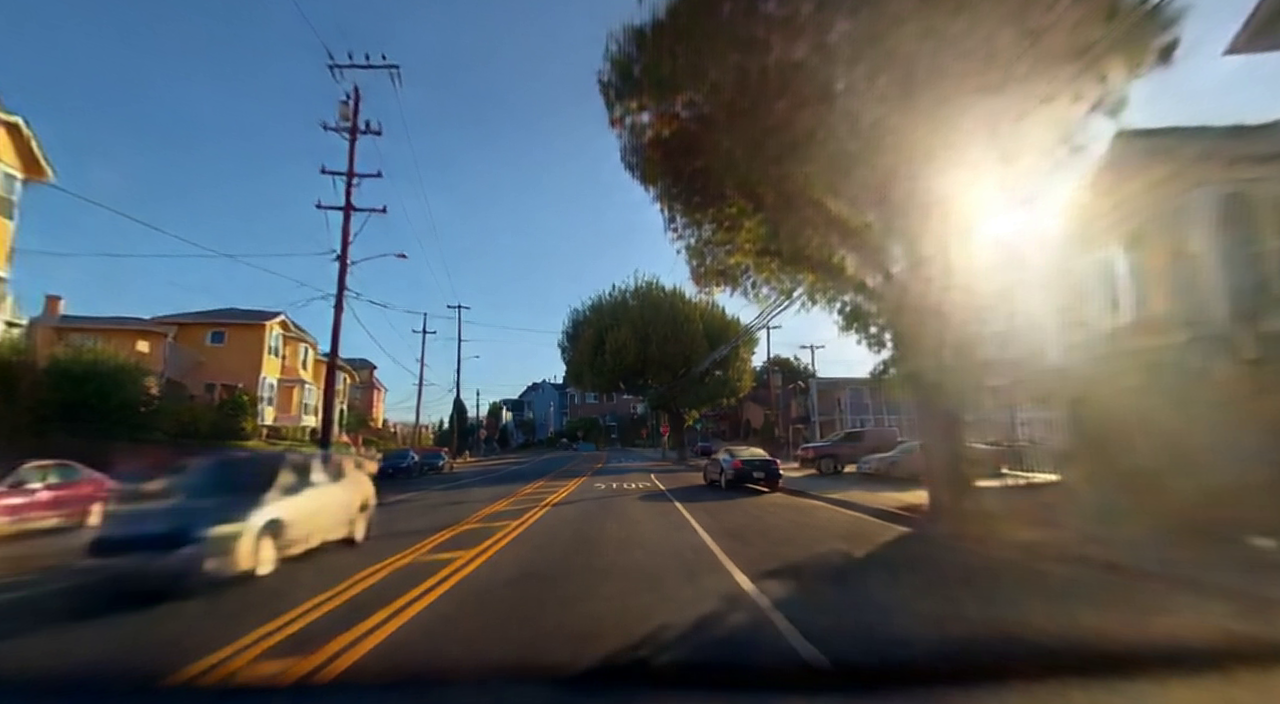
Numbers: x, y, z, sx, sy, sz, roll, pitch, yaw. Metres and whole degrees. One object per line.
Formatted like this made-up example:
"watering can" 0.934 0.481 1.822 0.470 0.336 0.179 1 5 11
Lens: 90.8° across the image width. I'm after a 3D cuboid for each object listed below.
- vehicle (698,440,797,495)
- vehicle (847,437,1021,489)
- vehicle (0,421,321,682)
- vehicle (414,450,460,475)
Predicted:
"vehicle" 3.105 3.451 19.354 1.917 1.434 4.733 0 -8 -4
"vehicle" 9.126 3.444 19.919 4.658 1.465 2.025 -4 -9 24
"vehicle" -4.915 1.460 5.534 2.205 1.480 4.366 -1 -8 -4
"vehicle" -13.169 7.135 41.244 1.957 1.459 4.913 1 -8 -7
